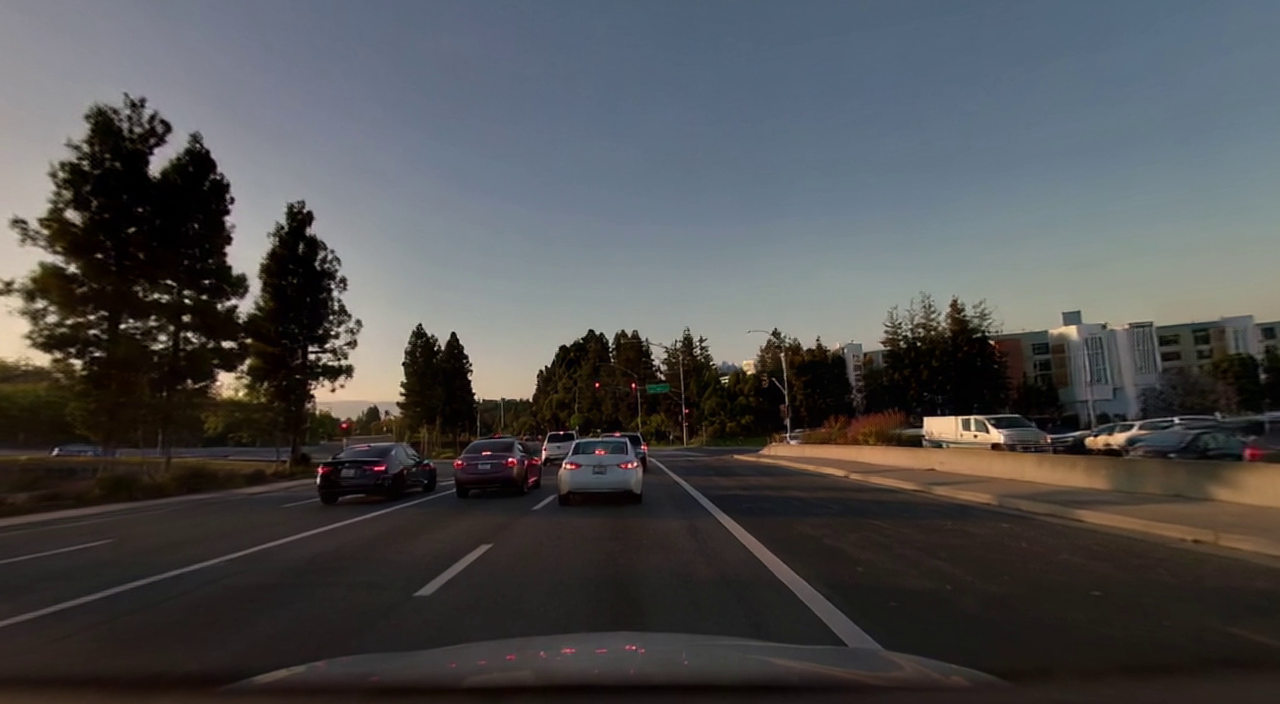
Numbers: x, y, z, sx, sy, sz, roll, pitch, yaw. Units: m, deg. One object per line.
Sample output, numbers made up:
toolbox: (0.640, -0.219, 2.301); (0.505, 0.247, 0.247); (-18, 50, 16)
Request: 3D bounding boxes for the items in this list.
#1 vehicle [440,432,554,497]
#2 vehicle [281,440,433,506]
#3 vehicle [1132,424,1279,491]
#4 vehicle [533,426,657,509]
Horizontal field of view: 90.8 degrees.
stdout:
vehicle: (-3.590, 2.919, 16.769); (1.920, 1.480, 4.549); (0, -8, 1)
vehicle: (-7.052, 3.036, 16.350); (1.852, 1.458, 4.422); (0, -8, 1)
vehicle: (14.774, 2.561, 15.635); (4.605, 1.430, 2.086); (4, -9, -25)
vehicle: (-0.823, 2.416, 13.698); (2.231, 1.481, 4.489); (0, -8, 0)
